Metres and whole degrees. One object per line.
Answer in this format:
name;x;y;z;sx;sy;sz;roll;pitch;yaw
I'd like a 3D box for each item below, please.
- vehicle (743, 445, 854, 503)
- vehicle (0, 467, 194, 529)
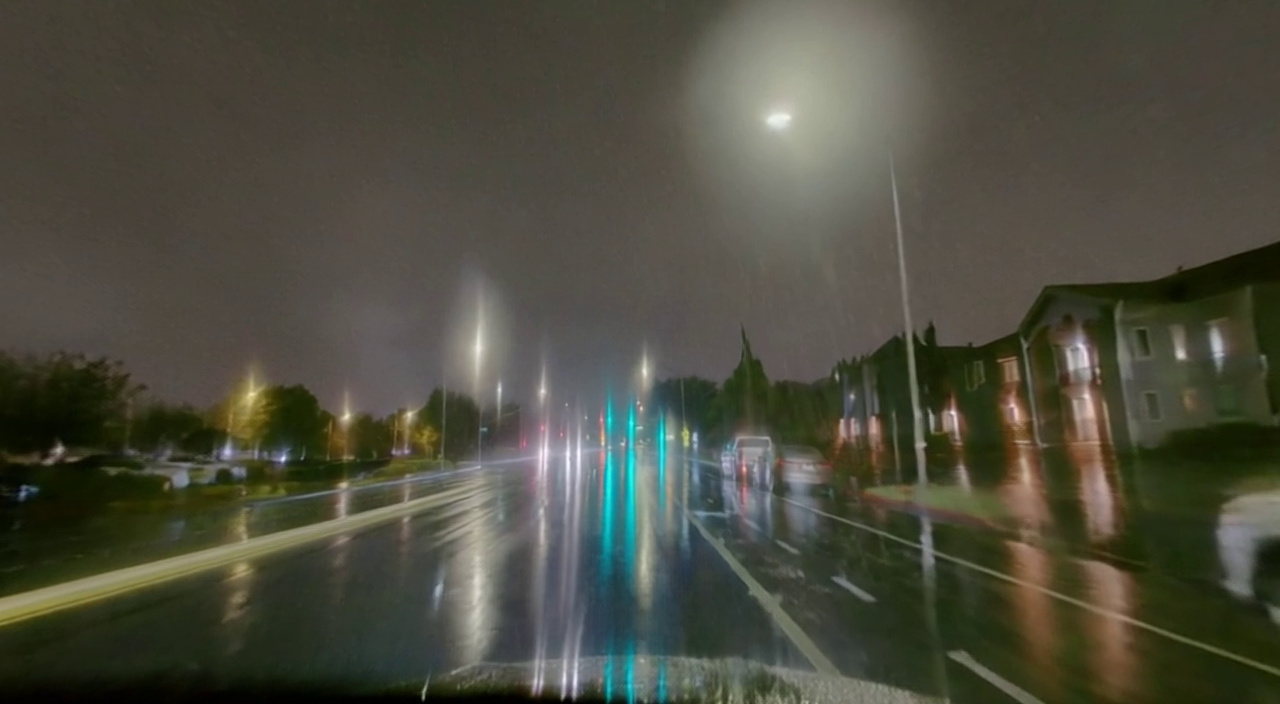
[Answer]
vehicle;4.343;3.372;18.028;1.935;1.433;4.241;0;-8;-2
vehicle;-15.455;3.931;17.249;4.826;1.491;2.086;1;-8;-4
